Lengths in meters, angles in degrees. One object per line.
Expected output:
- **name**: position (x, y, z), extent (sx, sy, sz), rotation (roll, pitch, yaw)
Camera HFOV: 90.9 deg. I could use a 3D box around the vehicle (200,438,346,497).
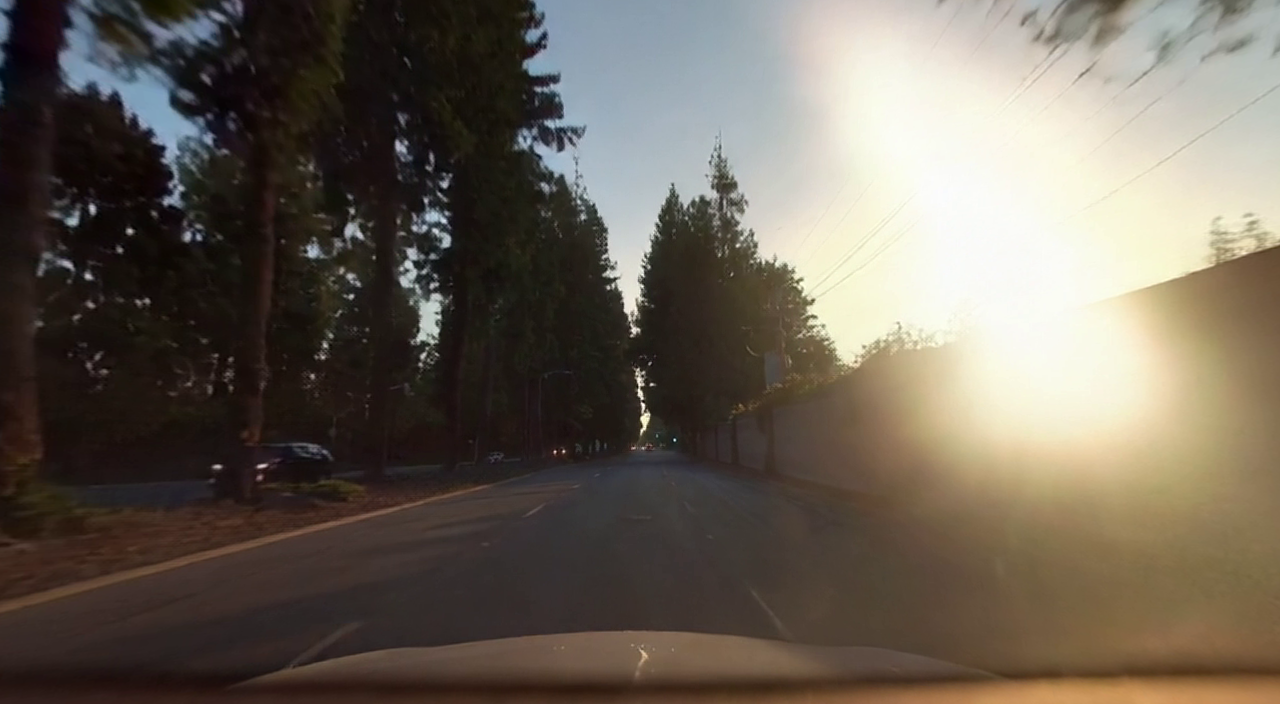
- **vehicle**: position (-14.826, 4.685, 26.106), extent (2.368, 2.104, 6.159), rotation (0, -8, 0)
